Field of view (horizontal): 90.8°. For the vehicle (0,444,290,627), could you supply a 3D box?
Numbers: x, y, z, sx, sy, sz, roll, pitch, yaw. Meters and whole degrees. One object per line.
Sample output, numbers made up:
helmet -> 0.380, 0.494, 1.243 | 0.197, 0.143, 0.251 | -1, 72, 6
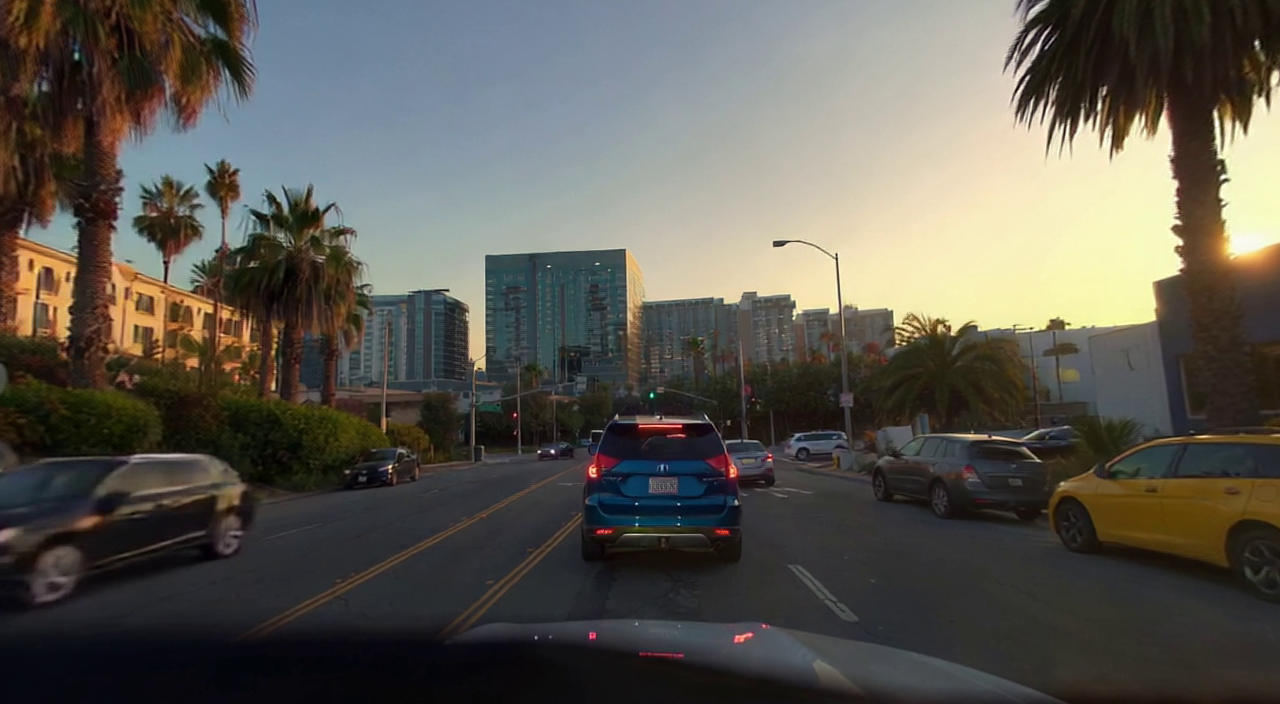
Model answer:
vehicle -> -6.217, 1.794, 7.111 | 1.928, 1.475, 4.645 | 0, -8, 0

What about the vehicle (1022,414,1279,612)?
vehicle -> 6.457, 1.599, 6.924 | 1.935, 1.672, 4.139 | 0, -8, 1

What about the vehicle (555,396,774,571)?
vehicle -> 0.282, 1.684, 8.753 | 2.264, 1.798, 4.258 | 0, -8, 1

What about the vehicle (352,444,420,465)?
vehicle -> -18.701, 7.574, 46.679 | 1.759, 1.457, 4.297 | -7, -11, 38

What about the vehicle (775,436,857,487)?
vehicle -> 6.542, 4.094, 23.951 | 1.948, 1.729, 4.023 | 0, -8, 0

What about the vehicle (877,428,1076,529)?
vehicle -> 6.688, 2.525, 13.238 | 1.930, 1.736, 4.329 | -1, -8, 3
